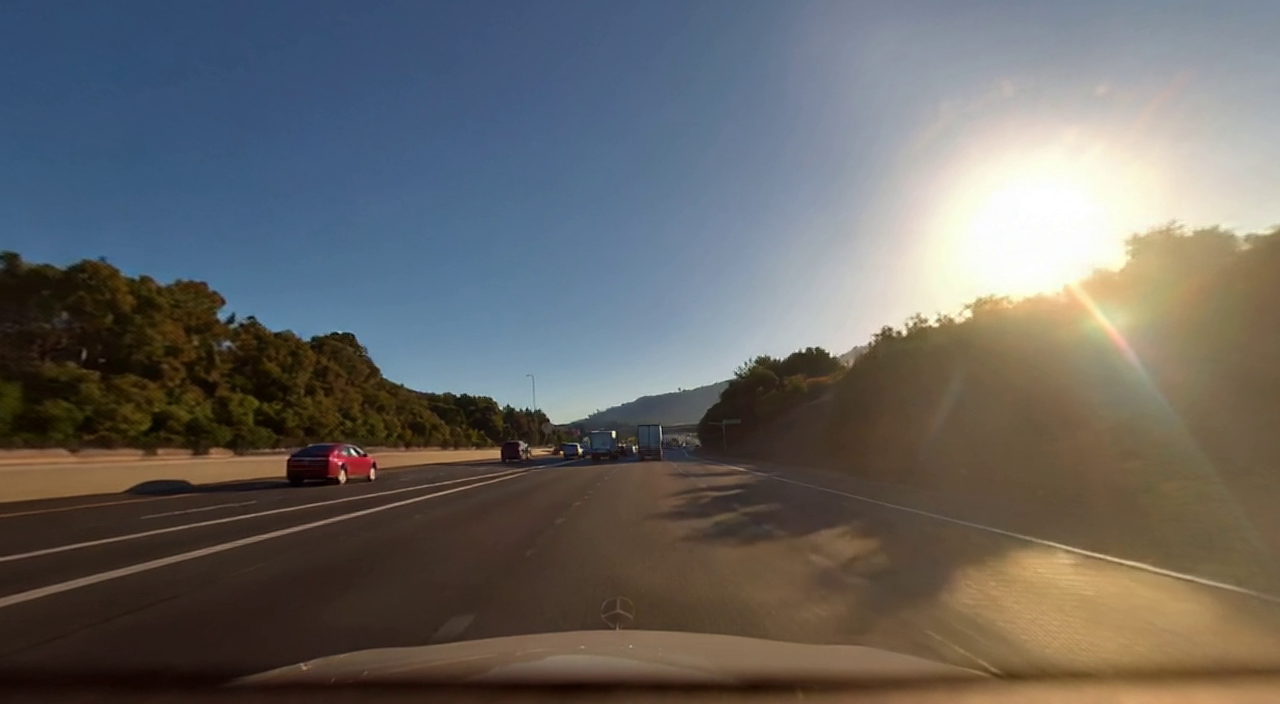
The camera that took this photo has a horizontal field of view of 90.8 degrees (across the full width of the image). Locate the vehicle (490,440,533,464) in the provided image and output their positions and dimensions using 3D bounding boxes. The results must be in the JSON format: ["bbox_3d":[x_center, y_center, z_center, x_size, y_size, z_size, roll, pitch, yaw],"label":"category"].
[{"bbox_3d":[-10.006,7.814,49.660,2.080,1.777,5.450,0,-8,2],"label":"vehicle"}]

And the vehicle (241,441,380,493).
[{"bbox_3d":[-10.309,3.617,20.267,1.952,1.457,4.689,0,-8,0],"label":"vehicle"}]

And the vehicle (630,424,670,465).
[{"bbox_3d":[0.775,7.019,48.197,2.768,2.854,6.757,1,-8,1],"label":"vehicle"}]

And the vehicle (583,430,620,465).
[{"bbox_3d":[-2.840,7.280,48.274,2.328,2.519,5.238,0,-8,2],"label":"vehicle"}]
